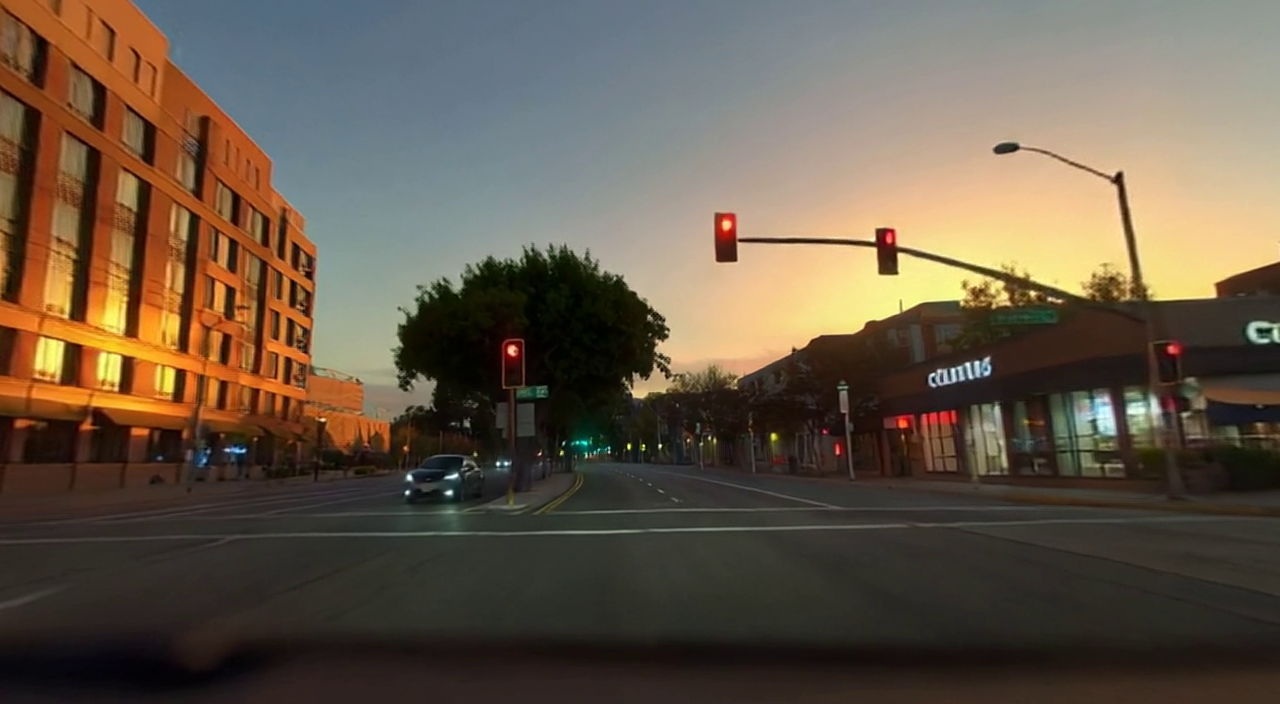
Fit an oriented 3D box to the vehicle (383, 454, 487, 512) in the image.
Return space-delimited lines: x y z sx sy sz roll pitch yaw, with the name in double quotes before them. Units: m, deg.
"vehicle" -5.900 3.782 18.760 1.894 1.474 4.332 0 -9 -4
